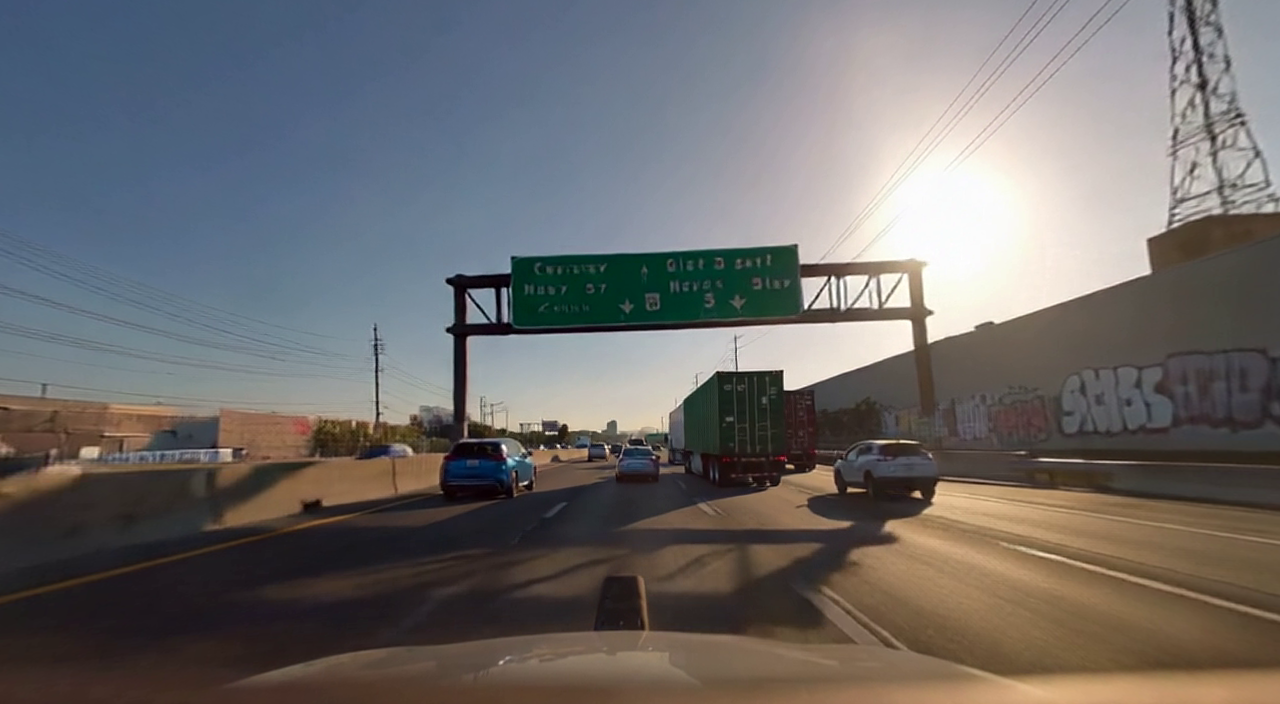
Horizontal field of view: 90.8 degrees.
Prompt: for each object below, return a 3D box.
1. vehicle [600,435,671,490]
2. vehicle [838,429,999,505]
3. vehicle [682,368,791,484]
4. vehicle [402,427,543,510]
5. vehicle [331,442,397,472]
[{"bbox_3d":[-0.174,3.759,21.726,2.191,1.685,4.015,0,-9,-1],"label":"vehicle"},{"bbox_3d":[7.179,3.030,16.992,2.202,1.731,4.628,0,-9,0],"label":"vehicle"},{"bbox_3d":[3.788,3.581,28.672,2.800,4.039,13.179,0,-9,0],"label":"vehicle"},{"bbox_3d":[-4.033,2.910,16.192,2.264,1.804,4.584,0,-9,1],"label":"vehicle"},{"bbox_3d":[-15.935,6.063,36.716,1.896,1.627,4.434,0,-9,-1],"label":"vehicle"}]
